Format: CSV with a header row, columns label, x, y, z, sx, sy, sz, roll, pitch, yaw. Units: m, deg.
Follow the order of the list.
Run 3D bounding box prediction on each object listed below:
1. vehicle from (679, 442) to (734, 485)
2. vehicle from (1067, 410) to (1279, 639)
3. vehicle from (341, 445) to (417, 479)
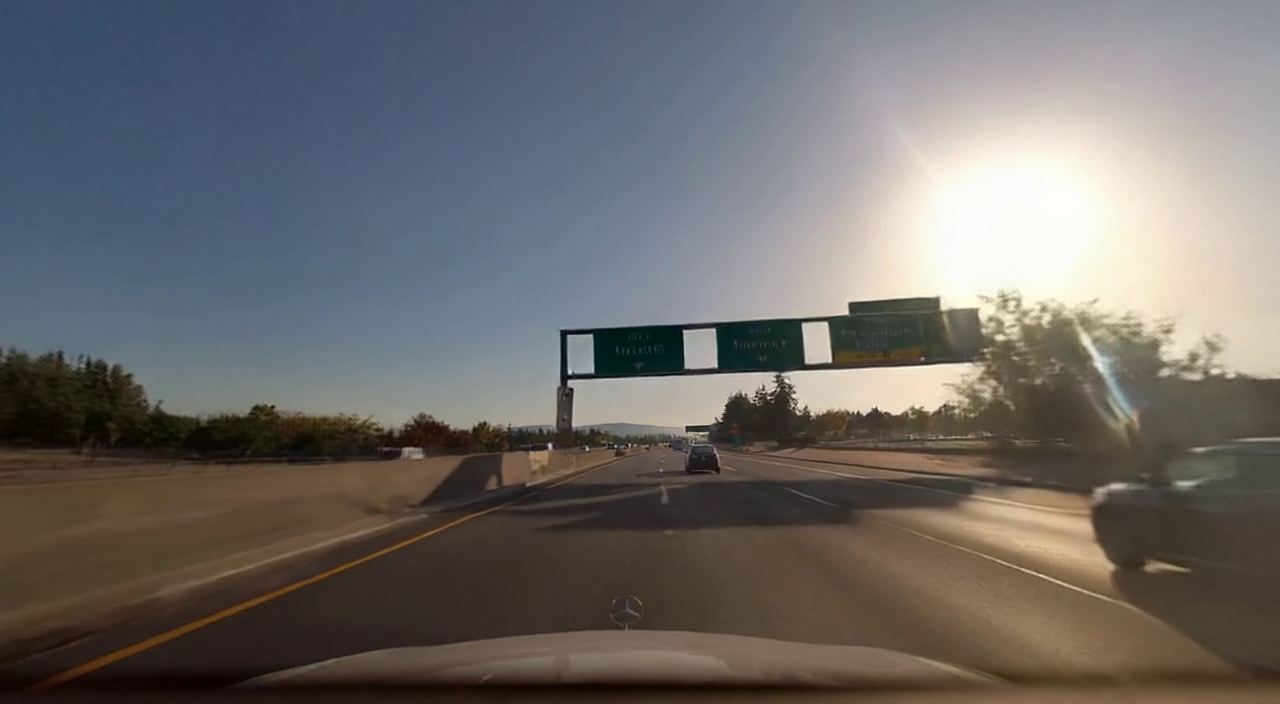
label,x,y,z,sx,sy,sz,roll,pitch,yaw
vehicle,2.325,3.969,22.764,1.683,1.400,3.868,-1,-8,2
vehicle,5.292,1.184,4.329,1.770,1.566,4.282,0,-8,2
vehicle,-13.610,5.731,33.086,1.960,1.608,4.315,-1,-8,3
